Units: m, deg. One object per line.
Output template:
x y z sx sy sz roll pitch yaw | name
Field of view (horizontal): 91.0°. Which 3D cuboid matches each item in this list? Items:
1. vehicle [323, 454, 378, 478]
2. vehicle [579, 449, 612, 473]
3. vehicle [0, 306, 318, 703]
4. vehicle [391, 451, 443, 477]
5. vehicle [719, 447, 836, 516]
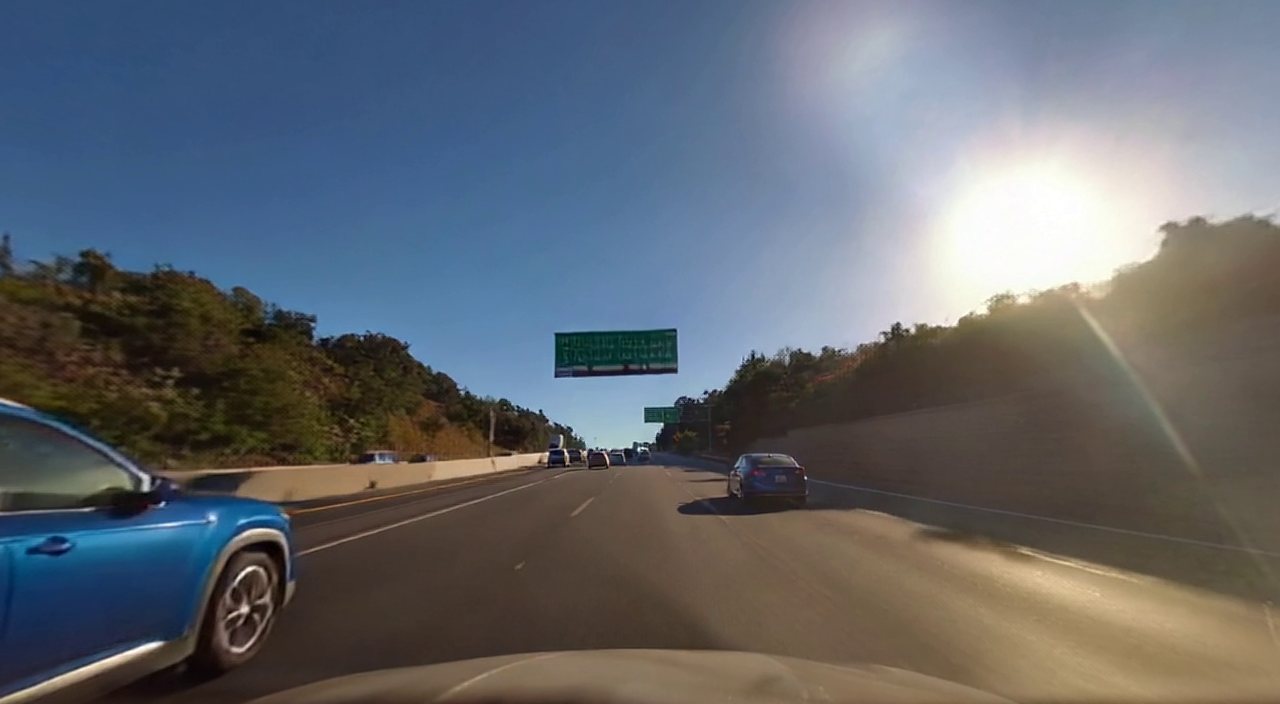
-21.366 8.402 46.694 1.883 1.620 4.473 0 -9 2 | vehicle
-3.084 7.634 44.505 2.030 1.563 4.389 0 -9 0 | vehicle
-3.170 0.688 1.773 2.137 1.756 4.453 0 -9 0 | vehicle
-14.842 7.433 42.152 1.871 1.575 4.290 0 -9 1 | vehicle
3.272 3.161 15.905 1.979 1.486 4.125 0 -9 -1 | vehicle
